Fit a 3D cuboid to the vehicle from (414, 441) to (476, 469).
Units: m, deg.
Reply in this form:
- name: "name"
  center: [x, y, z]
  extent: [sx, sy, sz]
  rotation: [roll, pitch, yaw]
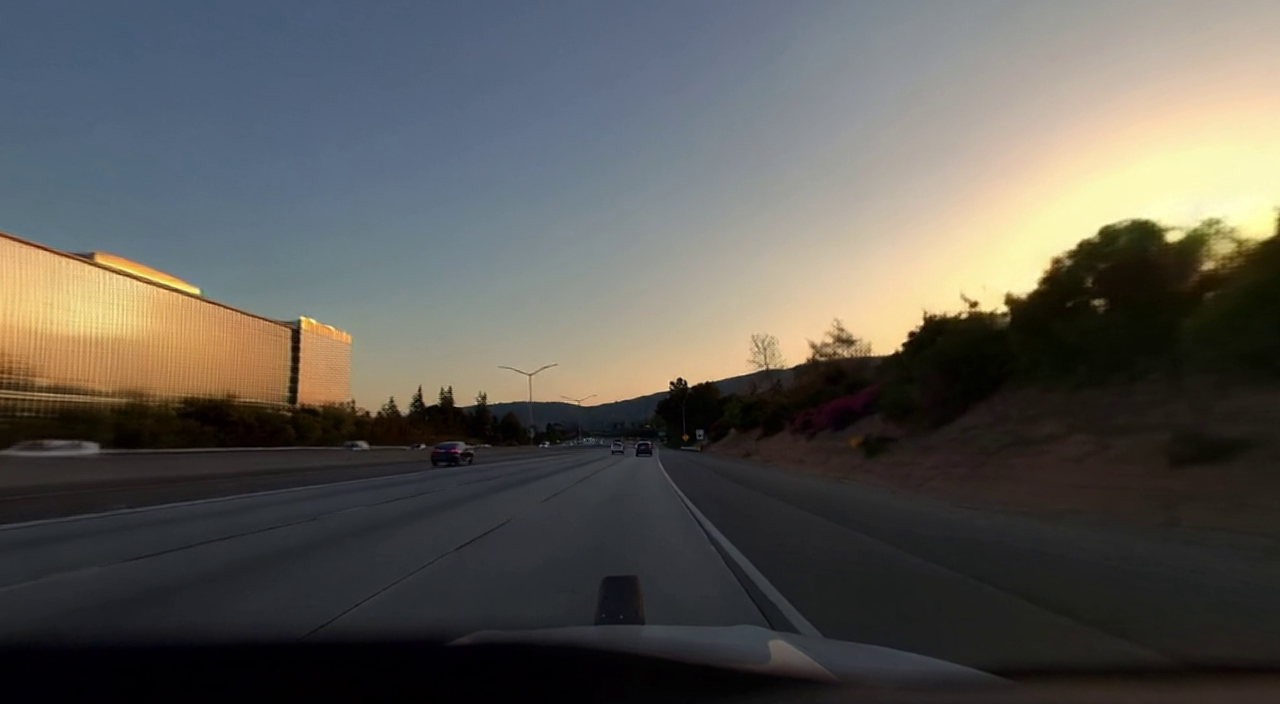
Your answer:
- name: "vehicle"
  center: [-10.669, 5.645, 34.948]
  extent: [1.914, 1.440, 4.467]
  rotation: [0, -8, 1]

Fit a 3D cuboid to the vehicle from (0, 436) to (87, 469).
- name: "vehicle"
  center: [-30.908, 5.064, 31.986]
  extent: [1.799, 1.549, 4.250]
  rotation: [0, -8, 2]
